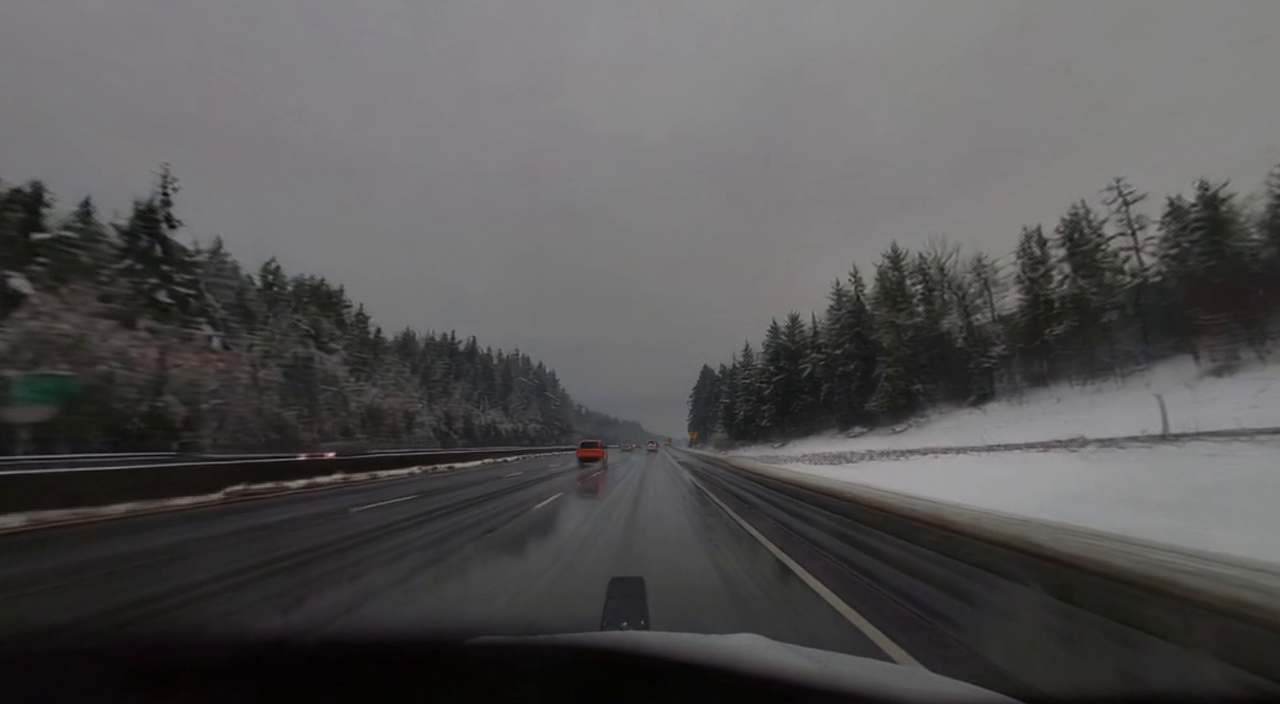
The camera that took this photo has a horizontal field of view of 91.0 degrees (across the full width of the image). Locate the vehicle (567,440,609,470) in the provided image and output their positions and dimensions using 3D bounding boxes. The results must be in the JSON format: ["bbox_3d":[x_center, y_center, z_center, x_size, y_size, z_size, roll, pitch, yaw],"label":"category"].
[{"bbox_3d":[-2.905,5.882,36.147,2.015,1.561,4.469,0,-8,0],"label":"vehicle"}]

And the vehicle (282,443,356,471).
[{"bbox_3d":[-18.593,6.084,36.670,1.916,1.496,4.271,0,-8,2],"label":"vehicle"}]
